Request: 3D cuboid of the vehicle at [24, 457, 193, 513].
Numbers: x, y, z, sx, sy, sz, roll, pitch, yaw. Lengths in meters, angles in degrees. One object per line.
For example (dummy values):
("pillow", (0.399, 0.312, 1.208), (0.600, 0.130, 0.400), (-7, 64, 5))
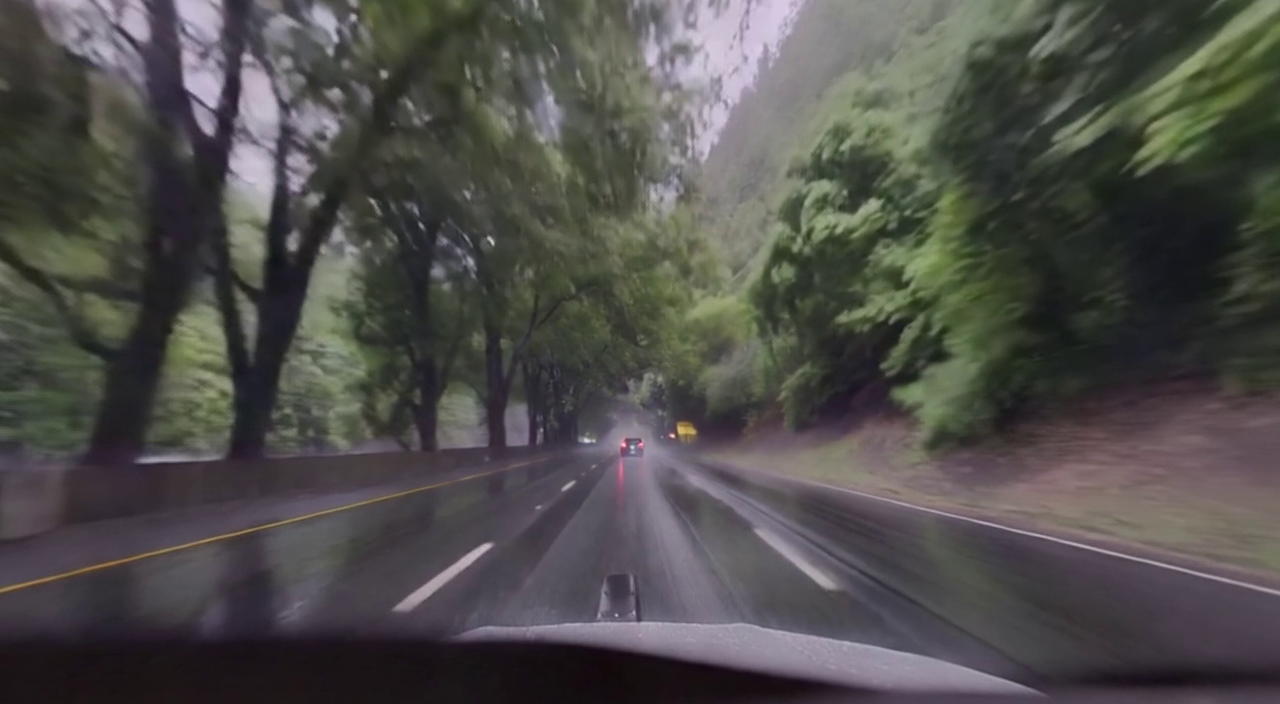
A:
("vehicle", (-16.848, 4.186, 20.294), (1.789, 1.464, 4.245), (0, -8, -1))
